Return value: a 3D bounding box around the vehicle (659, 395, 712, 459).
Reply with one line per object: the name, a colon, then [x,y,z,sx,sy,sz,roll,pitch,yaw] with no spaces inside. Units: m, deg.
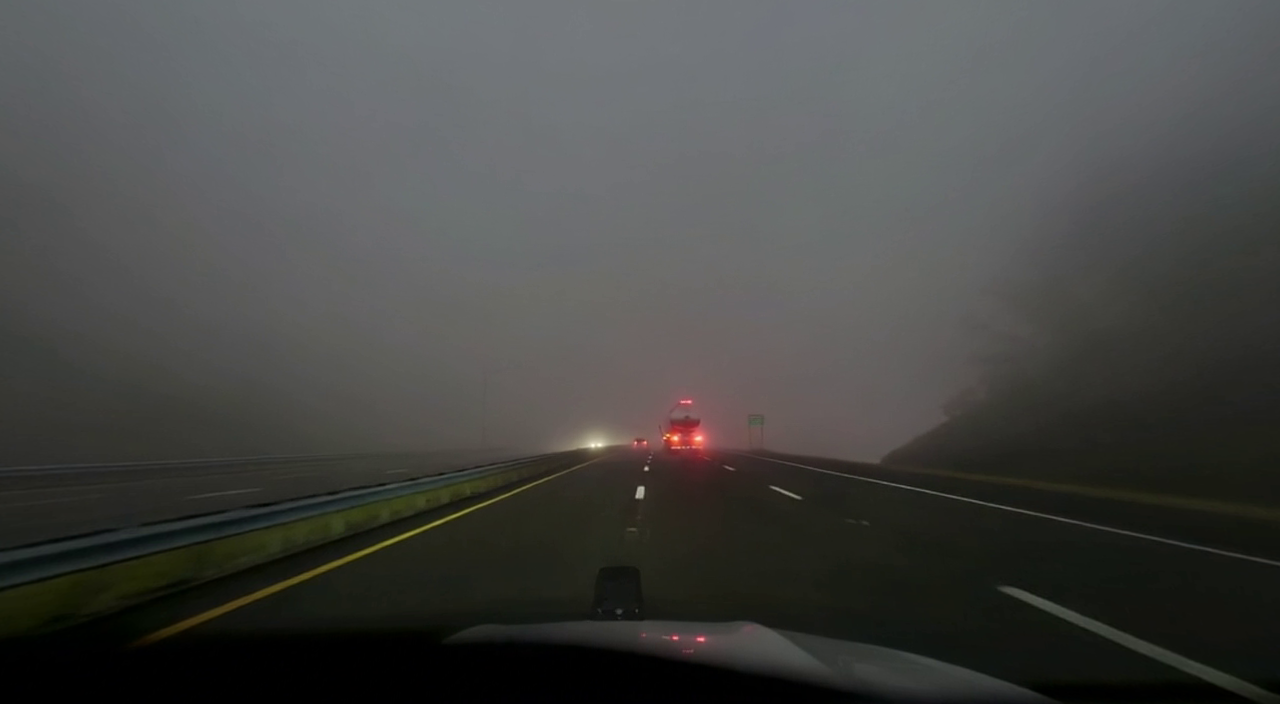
vehicle: [2.884,5.263,43.265,2.946,3.745,11.516,-1,-8,1]
